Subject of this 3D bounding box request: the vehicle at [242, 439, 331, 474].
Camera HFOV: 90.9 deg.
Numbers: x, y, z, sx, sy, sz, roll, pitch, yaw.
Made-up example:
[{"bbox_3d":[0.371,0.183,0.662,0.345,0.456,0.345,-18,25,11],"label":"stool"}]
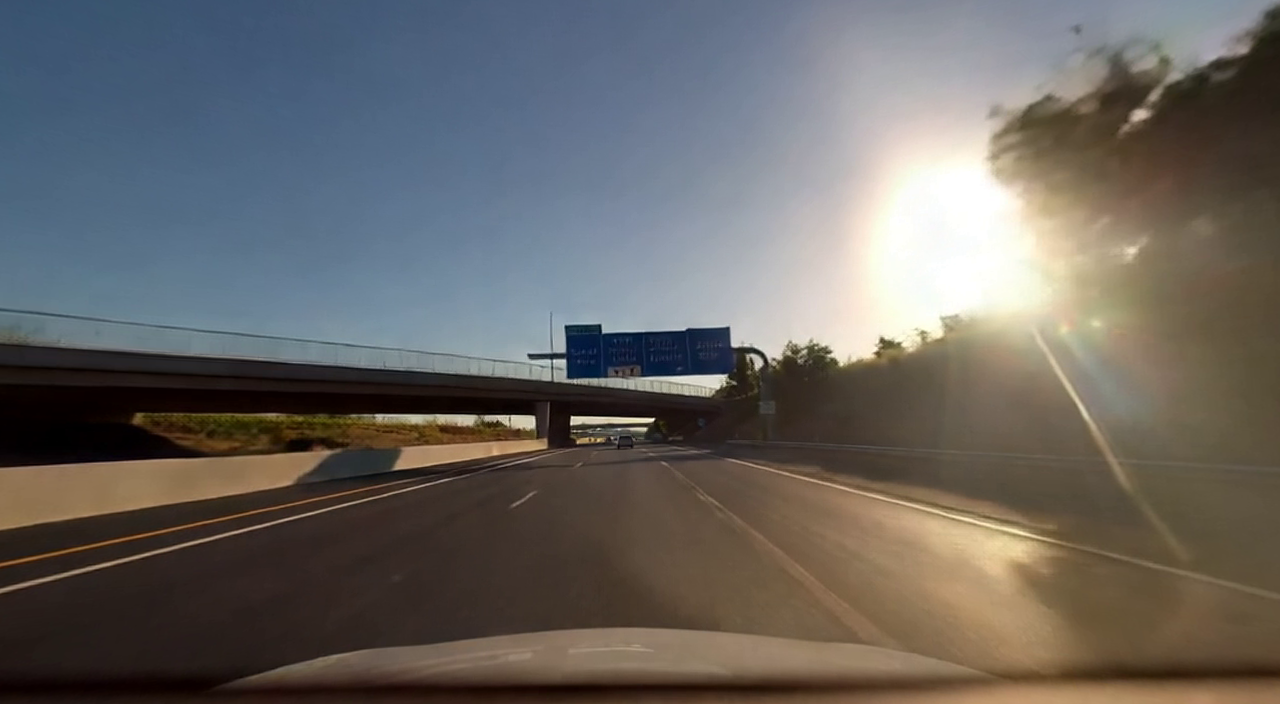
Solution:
[{"bbox_3d":[-17.468,5.162,31.436,2.024,1.571,4.254,0,-8,-1],"label":"vehicle"}]
